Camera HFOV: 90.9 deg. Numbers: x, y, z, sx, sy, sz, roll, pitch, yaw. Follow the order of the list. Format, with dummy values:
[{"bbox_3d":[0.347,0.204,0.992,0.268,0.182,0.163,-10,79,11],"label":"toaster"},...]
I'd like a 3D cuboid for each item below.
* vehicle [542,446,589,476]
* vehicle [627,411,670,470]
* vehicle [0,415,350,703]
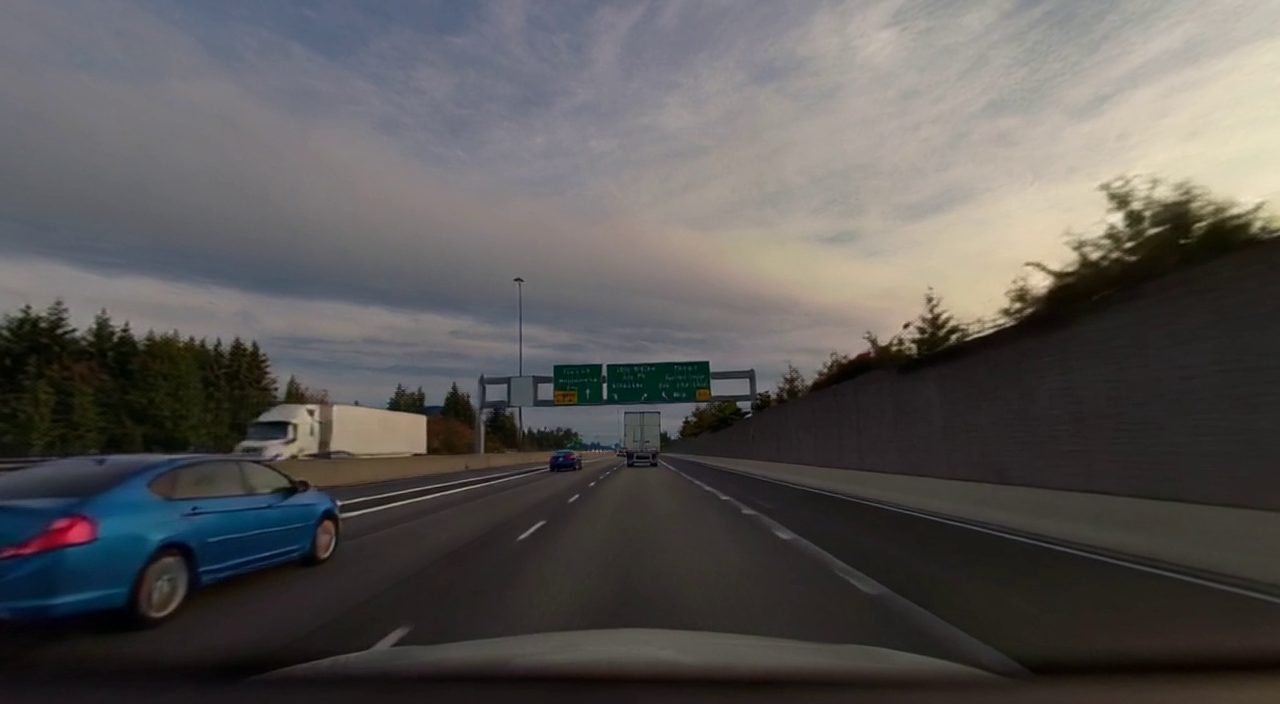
[{"bbox_3d":[-4.007,5.933,34.629,1.974,1.531,4.429,0,-9,1],"label":"vehicle"},{"bbox_3d":[0.632,6.852,48.435,2.980,4.051,10.359,0,-9,0],"label":"vehicle"},{"bbox_3d":[-4.260,1.284,4.647,1.977,1.478,4.702,0,-9,0],"label":"vehicle"}]
